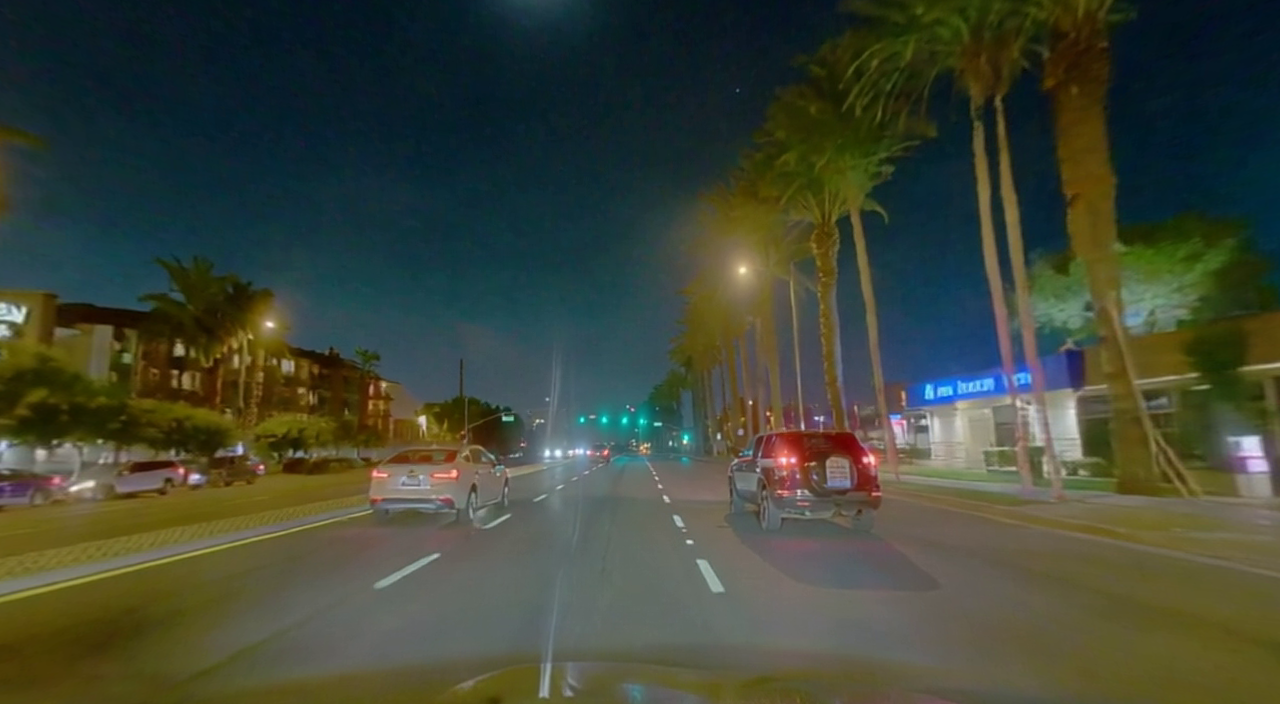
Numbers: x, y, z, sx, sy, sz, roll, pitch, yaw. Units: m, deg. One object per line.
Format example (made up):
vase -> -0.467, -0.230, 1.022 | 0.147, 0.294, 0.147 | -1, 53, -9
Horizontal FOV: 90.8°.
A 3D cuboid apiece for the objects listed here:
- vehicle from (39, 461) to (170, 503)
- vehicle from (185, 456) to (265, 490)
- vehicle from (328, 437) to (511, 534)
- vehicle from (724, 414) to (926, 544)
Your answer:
vehicle -> -23.267, 5.635, 27.705 | 1.926, 1.483, 4.349 | -2, -8, 0
vehicle -> -23.469, 6.831, 35.914 | 1.868, 1.602, 4.102 | -3, -8, -2
vehicle -> -3.883, 2.403, 11.985 | 2.034, 1.498, 3.995 | 0, -9, 0
vehicle -> 2.770, 2.025, 10.653 | 1.982, 1.711, 4.276 | 0, -9, -2
